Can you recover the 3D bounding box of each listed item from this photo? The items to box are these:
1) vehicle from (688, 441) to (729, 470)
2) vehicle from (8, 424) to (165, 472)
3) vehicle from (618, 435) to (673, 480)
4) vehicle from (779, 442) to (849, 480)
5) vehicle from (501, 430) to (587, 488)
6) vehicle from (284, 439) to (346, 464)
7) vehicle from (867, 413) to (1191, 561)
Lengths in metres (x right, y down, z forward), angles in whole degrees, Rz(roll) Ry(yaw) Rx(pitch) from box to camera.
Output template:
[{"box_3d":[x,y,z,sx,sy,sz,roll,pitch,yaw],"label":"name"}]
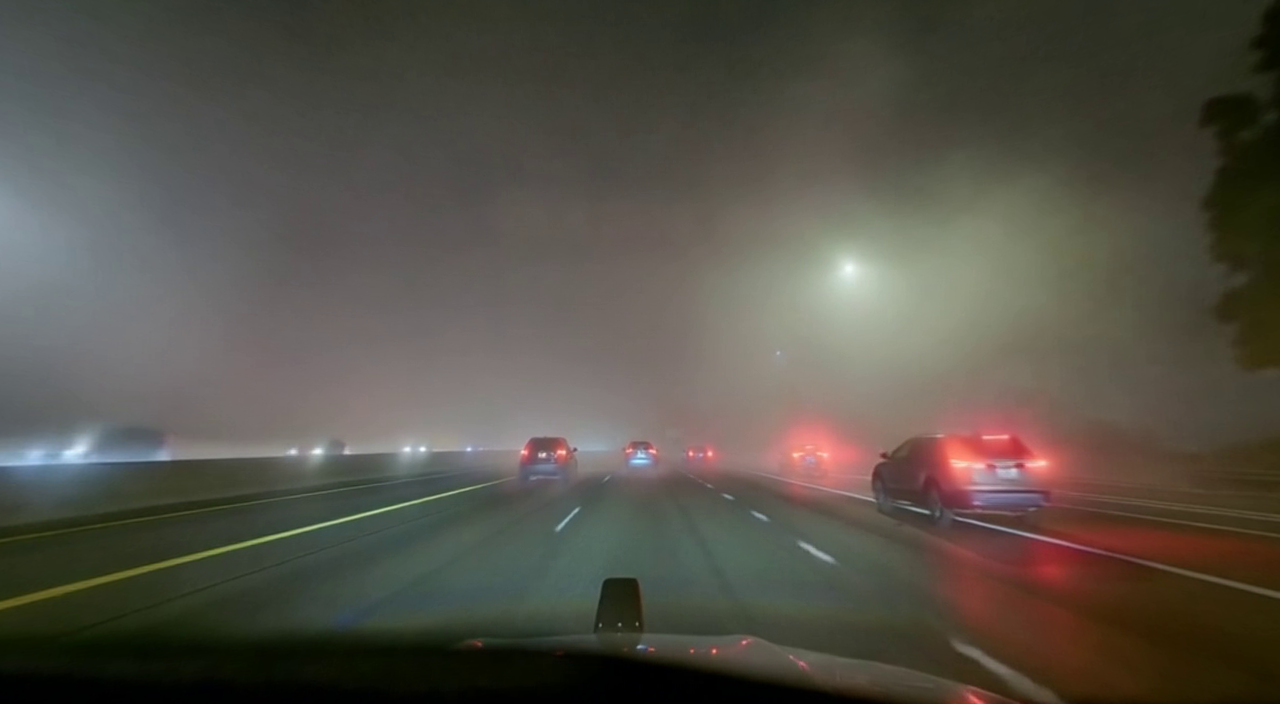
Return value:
[{"box_3d":[4.246,6.489,39.577,2.022,1.682,4.226,0,-9,-1],"label":"vehicle"},{"box_3d":[-25.393,4.451,29.250,2.490,1.995,5.219,0,-9,0],"label":"vehicle"},{"box_3d":[0.209,4.476,26.924,2.181,1.728,3.970,0,-9,0],"label":"vehicle"},{"box_3d":[7.743,4.865,28.421,1.989,1.569,3.964,0,-9,-1],"label":"vehicle"},{"box_3d":[-3.214,3.722,22.181,2.199,1.777,4.790,0,-9,1],"label":"vehicle"},{"box_3d":[-21.757,6.657,42.341,1.878,1.579,4.158,0,-9,1],"label":"vehicle"},{"box_3d":[5.316,1.905,9.640,2.041,1.669,4.712,0,-9,2],"label":"vehicle"}]
